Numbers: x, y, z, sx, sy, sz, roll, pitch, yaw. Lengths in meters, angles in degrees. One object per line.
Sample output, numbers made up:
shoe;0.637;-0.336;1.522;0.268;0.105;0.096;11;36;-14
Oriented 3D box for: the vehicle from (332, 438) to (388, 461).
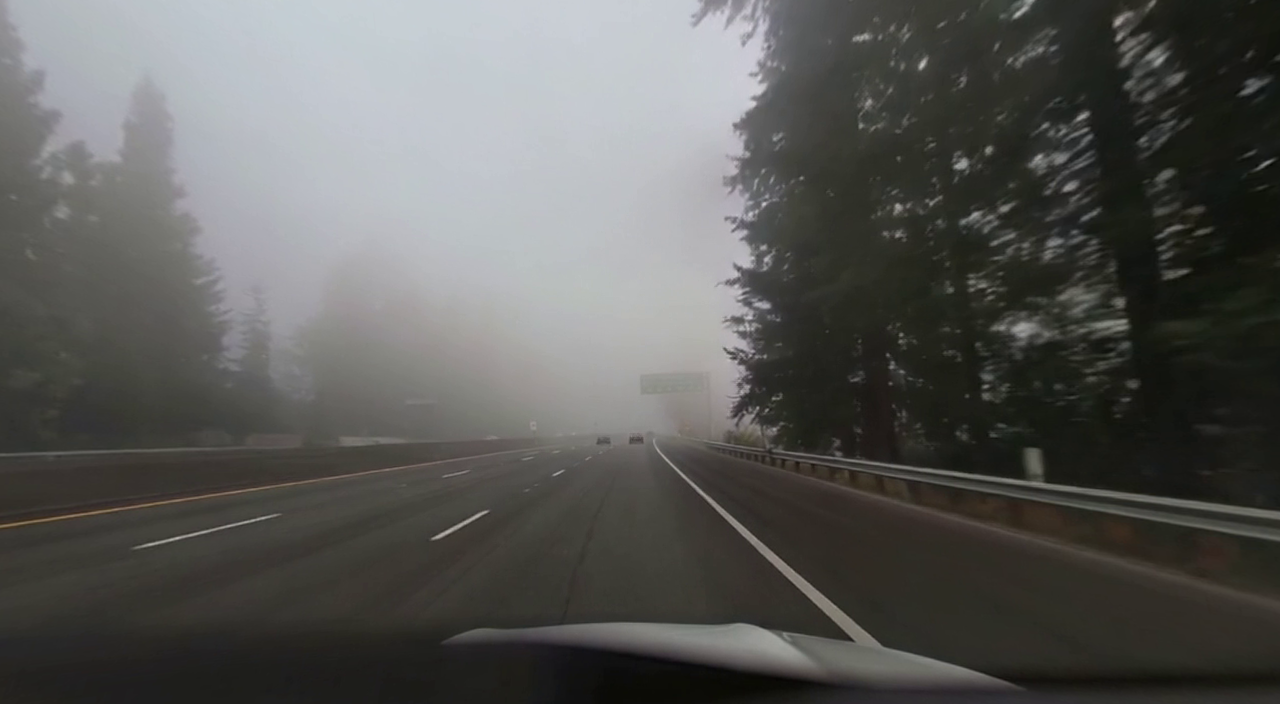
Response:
vehicle;-19.341;6.734;43.768;1.855;1.478;4.328;0;-7;1
